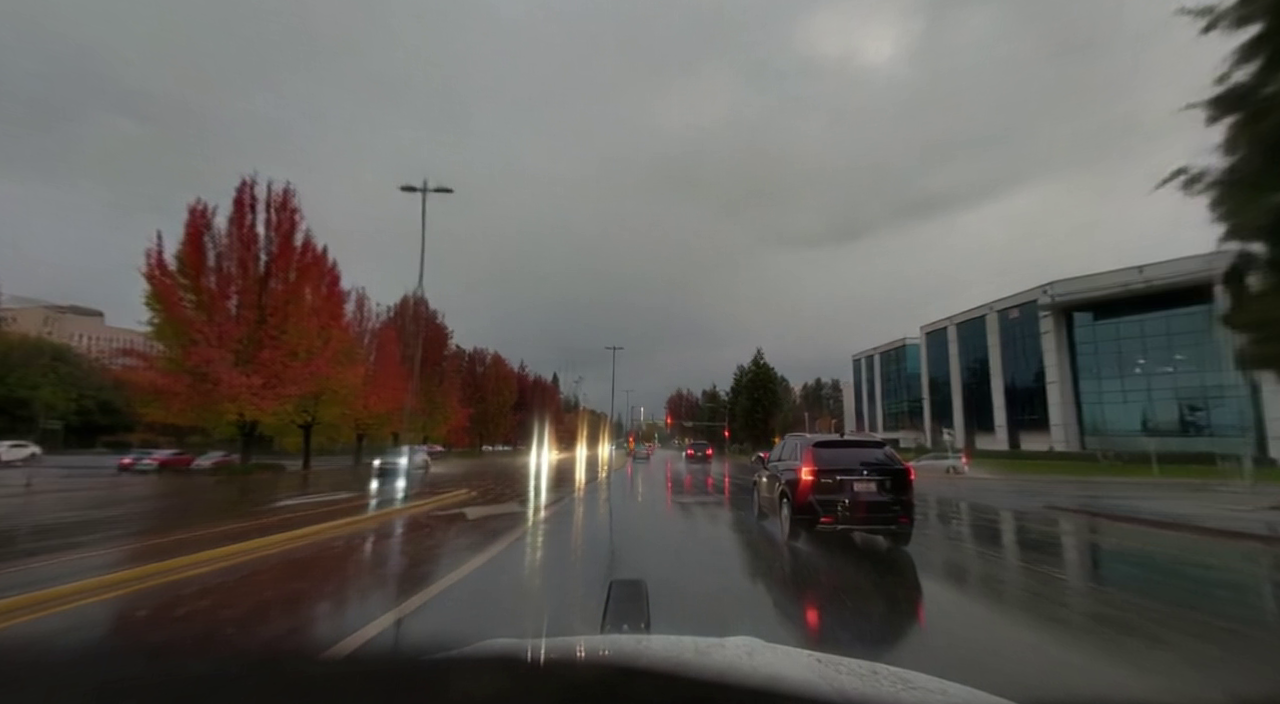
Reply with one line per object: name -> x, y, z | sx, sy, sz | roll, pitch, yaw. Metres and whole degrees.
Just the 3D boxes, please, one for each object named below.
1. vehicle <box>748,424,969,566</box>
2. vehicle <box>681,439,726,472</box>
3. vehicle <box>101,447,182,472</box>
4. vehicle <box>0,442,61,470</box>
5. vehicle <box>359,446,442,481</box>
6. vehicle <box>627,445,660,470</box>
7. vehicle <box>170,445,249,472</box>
vehicle -> 2.910, 1.974, 9.428 | 1.901, 1.634, 3.896 | 1, -8, 0
vehicle -> 3.782, 6.222, 38.119 | 2.154, 1.844, 4.634 | 1, -8, -1
vehicle -> -33.207, 7.134, 42.116 | 1.920, 1.574, 4.174 | -1, -8, 1
vehicle -> -41.549, 6.847, 41.733 | 1.920, 1.763, 4.591 | 0, -8, 0
vehicle -> -11.353, 5.291, 30.271 | 2.055, 1.479, 4.693 | -1, -9, 1
vehicle -> 0.191, 6.684, 40.157 | 1.991, 1.477, 3.814 | 0, -8, -1
vehicle -> -28.258, 6.959, 41.552 | 1.863, 1.635, 4.625 | 0, -8, 0
